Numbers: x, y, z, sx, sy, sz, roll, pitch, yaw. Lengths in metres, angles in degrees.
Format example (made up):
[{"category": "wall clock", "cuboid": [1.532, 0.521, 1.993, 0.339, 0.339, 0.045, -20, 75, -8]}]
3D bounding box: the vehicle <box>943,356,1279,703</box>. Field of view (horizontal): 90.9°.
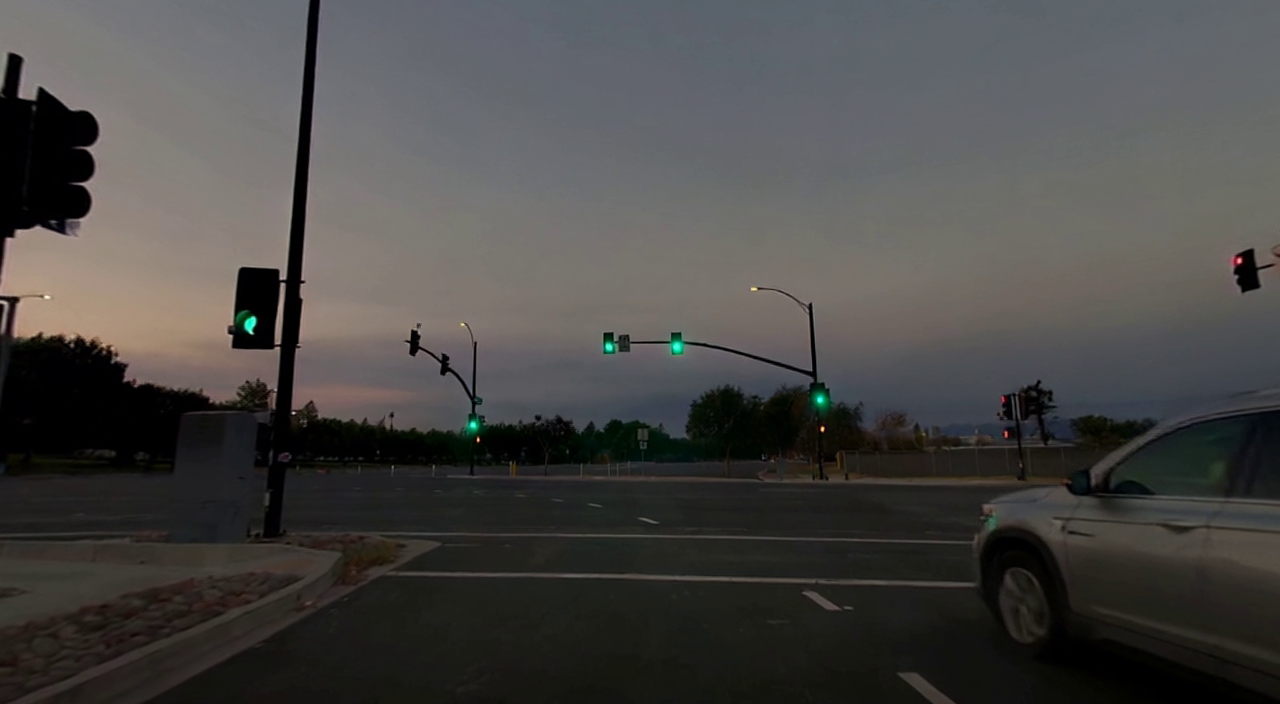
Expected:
[{"category": "vehicle", "cuboid": [3.138, 0.888, 2.439, 1.938, 1.648, 4.211, -1, -8, 2]}]
